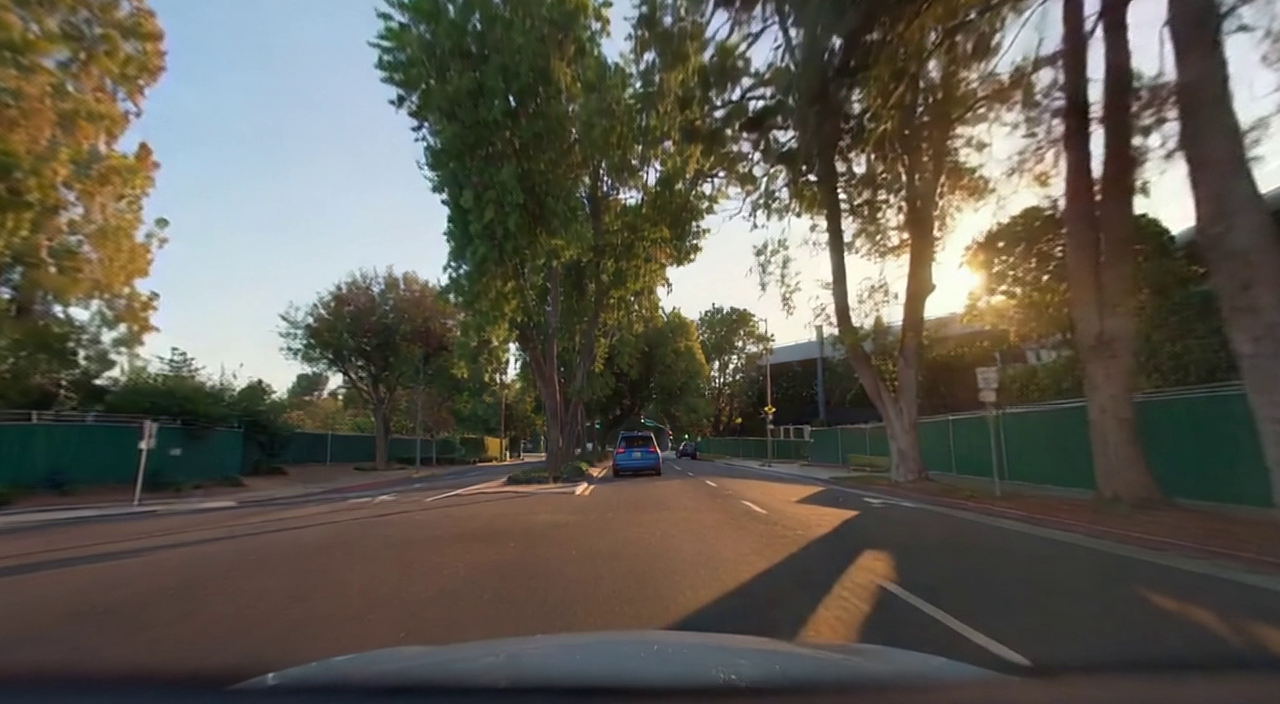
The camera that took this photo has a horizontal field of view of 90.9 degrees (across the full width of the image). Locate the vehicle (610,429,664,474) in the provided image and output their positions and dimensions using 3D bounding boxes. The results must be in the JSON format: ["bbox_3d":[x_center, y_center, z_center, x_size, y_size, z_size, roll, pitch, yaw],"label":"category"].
[{"bbox_3d":[-0.148,4.770,30.339,2.386,1.947,4.168,0,-8,0],"label":"vehicle"}]

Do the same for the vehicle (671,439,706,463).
[{"bbox_3d":[3.620,7.495,48.033,2.138,1.699,4.852,0,-8,-2],"label":"vehicle"}]
